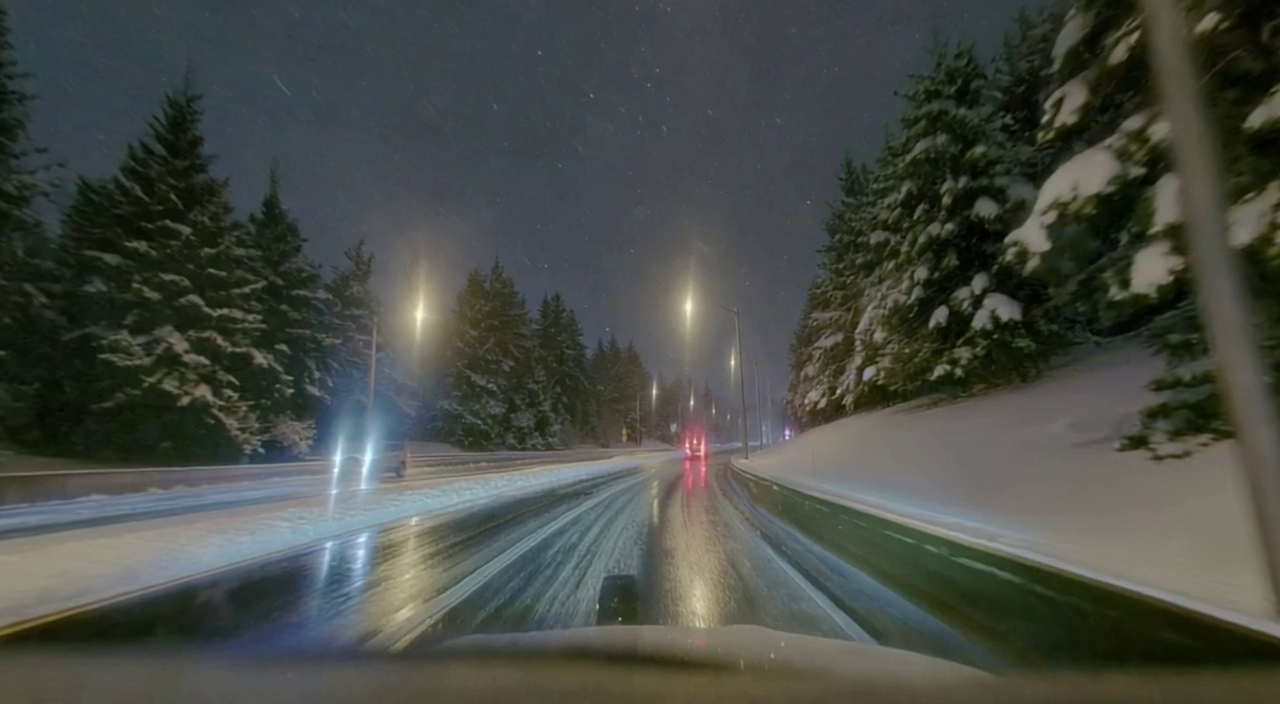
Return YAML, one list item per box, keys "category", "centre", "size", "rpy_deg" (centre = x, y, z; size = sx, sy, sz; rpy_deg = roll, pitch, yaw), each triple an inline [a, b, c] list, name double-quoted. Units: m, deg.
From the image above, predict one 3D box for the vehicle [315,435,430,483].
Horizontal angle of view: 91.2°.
- category: "vehicle"
  centre: [-10.029, 4.055, 23.942]
  size: [2.023, 1.657, 4.394]
  rpy_deg: [-1, -9, 7]
